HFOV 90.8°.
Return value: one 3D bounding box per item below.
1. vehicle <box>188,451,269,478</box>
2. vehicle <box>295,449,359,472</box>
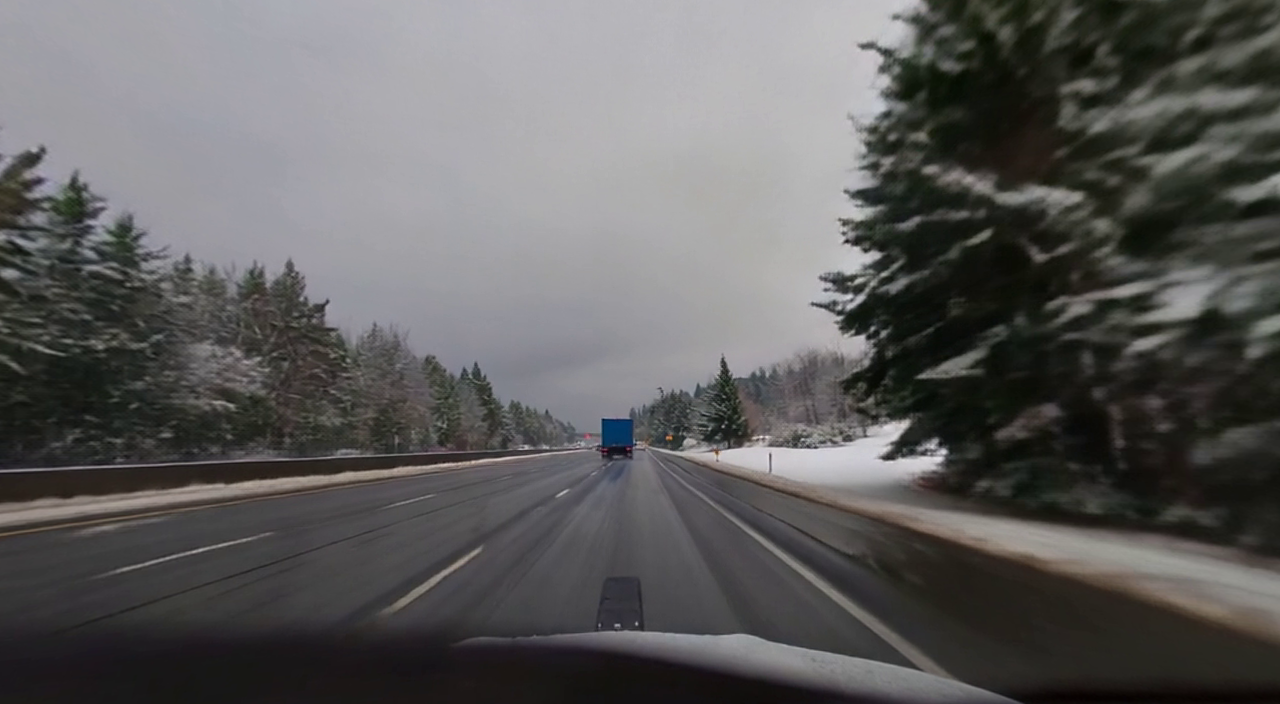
[{"bbox_3d":[-25.104,6.856,38.756,1.833,1.477,4.743,0,-8,-1],"label":"vehicle"},{"bbox_3d":[-21.308,7.400,43.301,1.992,1.492,4.727,0,-8,0],"label":"vehicle"}]
